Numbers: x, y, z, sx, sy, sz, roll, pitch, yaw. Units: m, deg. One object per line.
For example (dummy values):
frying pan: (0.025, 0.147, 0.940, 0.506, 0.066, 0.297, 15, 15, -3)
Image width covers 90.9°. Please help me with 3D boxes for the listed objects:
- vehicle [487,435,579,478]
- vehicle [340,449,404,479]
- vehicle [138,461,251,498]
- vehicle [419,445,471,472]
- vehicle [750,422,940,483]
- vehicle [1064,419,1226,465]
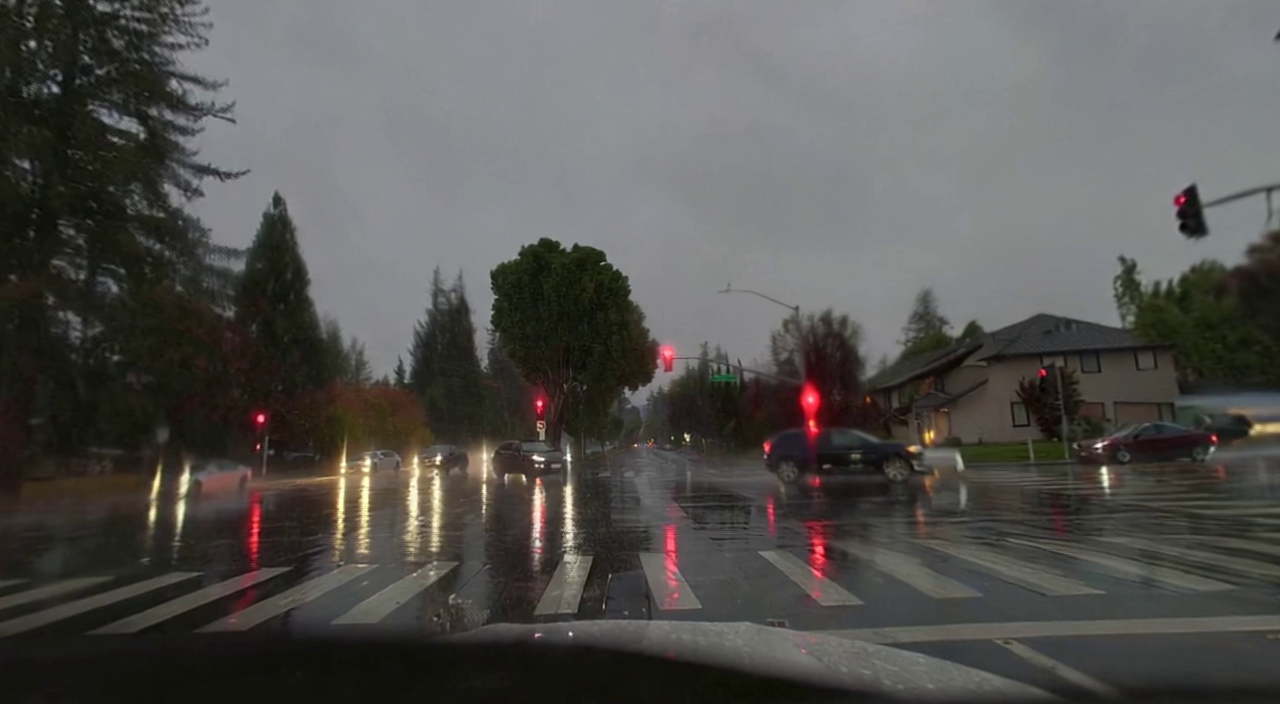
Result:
vehicle: (-4.884, 4.622, 28.112, 2.191, 1.731, 5.188, 5, -10, -32)
vehicle: (-17.249, 7.201, 40.826, 2.006, 1.735, 4.591, 0, -9, 1)
vehicle: (-20.827, 5.961, 29.773, 1.860, 1.473, 4.655, 0, -9, 1)
vehicle: (-13.945, 7.618, 45.348, 2.093, 1.769, 4.971, 0, -9, 0)
vehicle: (6.177, 3.073, 19.374, 5.217, 1.673, 2.006, -3, -9, 18)
vehicle: (17.318, 3.102, 21.763, 3.969, 1.493, 1.823, 0, -9, 1)
